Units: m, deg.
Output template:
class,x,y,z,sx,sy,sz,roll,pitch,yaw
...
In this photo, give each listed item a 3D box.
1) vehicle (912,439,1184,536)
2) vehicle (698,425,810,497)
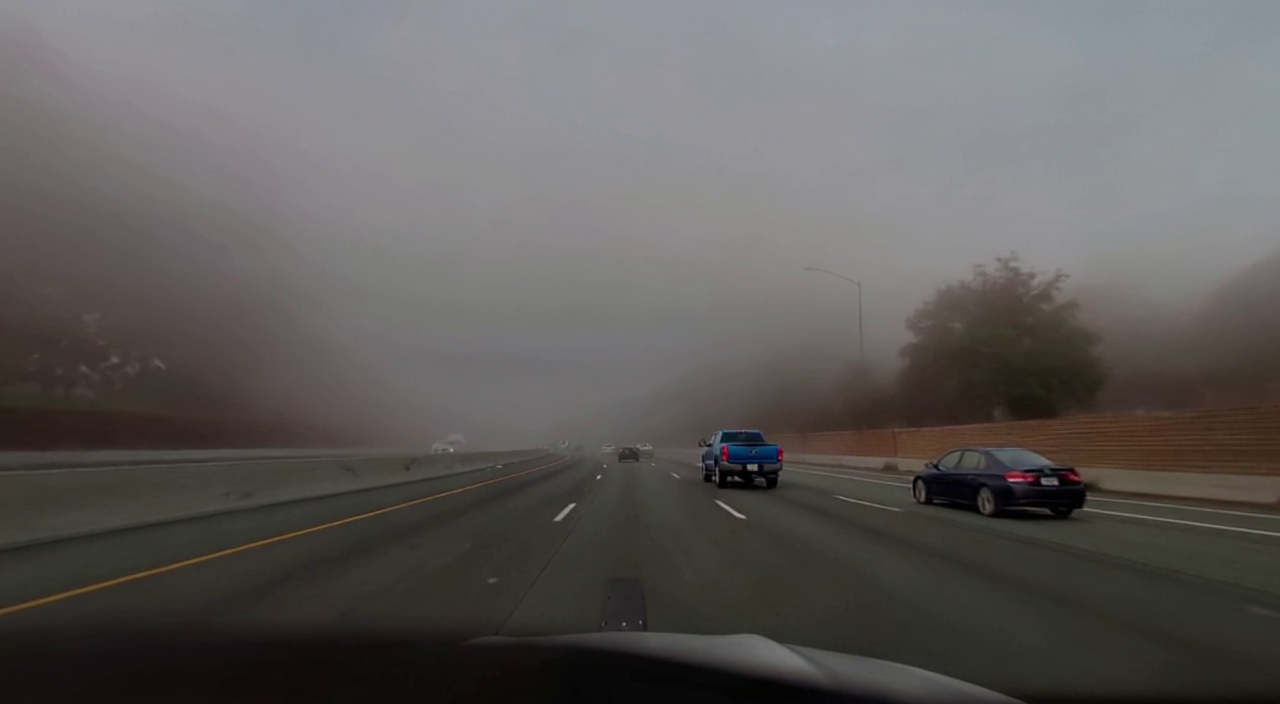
class,x,y,z,sx,sy,sz,roll,pitch,yaw
vehicle,7.478,2.493,12.398,1.976,1.485,4.925,0,-8,-1
vehicle,3.376,3.385,20.039,2.374,1.952,5.431,0,-8,-2
